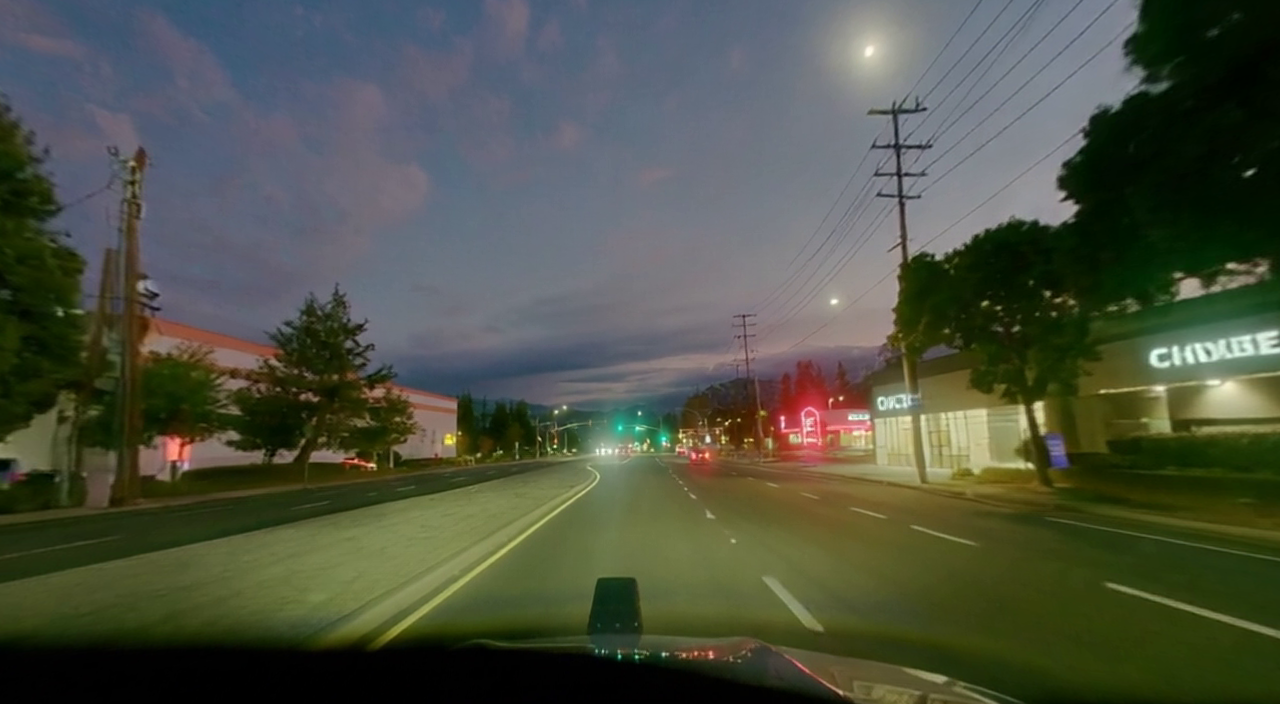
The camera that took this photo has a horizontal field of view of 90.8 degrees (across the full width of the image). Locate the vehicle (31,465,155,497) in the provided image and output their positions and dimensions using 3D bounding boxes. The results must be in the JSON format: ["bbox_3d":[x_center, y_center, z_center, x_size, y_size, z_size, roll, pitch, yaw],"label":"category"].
[{"bbox_3d":[-29.652,6.988,34.373,4.662,1.599,2.133,0,-8,-2],"label":"vehicle"}]
